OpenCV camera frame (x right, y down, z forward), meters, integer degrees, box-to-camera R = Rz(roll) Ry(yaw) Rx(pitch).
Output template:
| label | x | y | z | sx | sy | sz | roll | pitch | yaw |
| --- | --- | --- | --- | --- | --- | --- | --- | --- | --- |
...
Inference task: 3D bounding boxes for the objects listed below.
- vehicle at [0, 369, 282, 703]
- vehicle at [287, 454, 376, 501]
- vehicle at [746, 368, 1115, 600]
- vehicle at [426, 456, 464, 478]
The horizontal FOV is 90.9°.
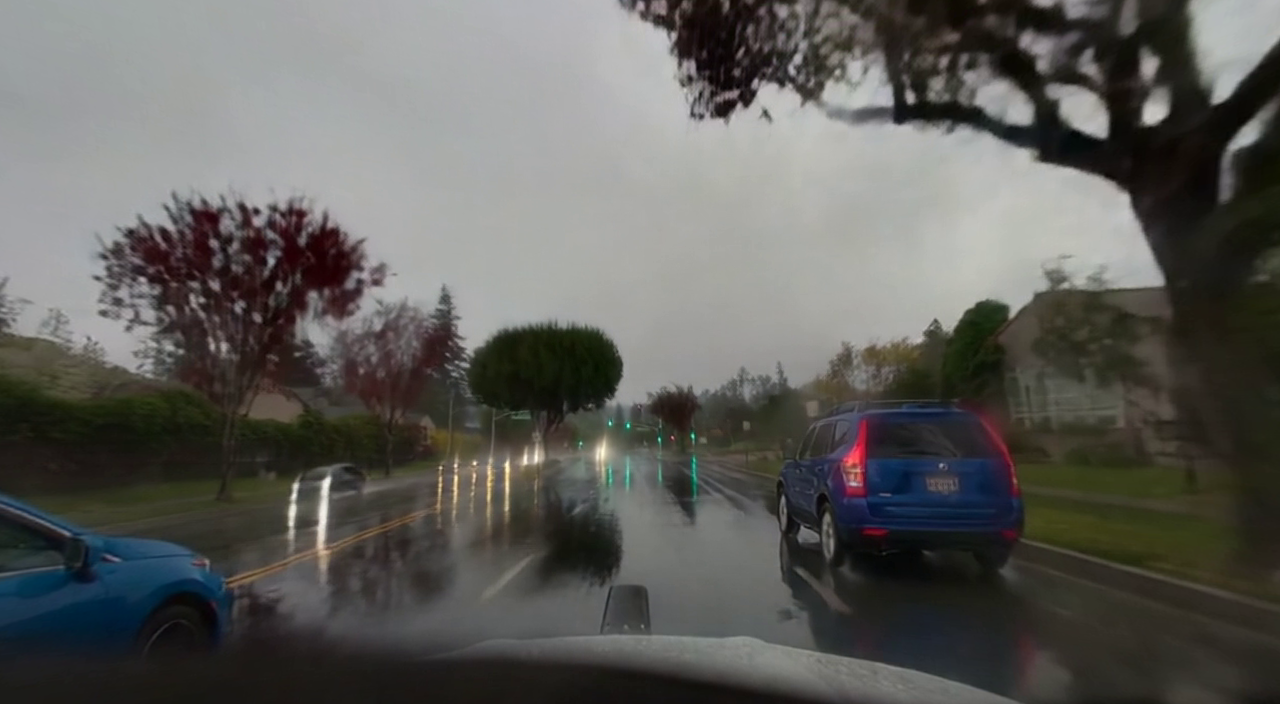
| label | x | y | z | sx | sy | sz | roll | pitch | yaw |
| --- | --- | --- | --- | --- | --- | --- | --- | --- | --- |
| vehicle | -3.378 | 0.831 | 1.778 | 2.058 | 1.659 | 4.514 | -1 | -9 | 0 |
| vehicle | -13.303 | 5.391 | 27.491 | 1.931 | 1.788 | 4.224 | 0 | -9 | -4 |
| vehicle | 3.072 | 1.594 | 8.523 | 2.338 | 2.063 | 5.592 | -1 | -9 | 1 |
| vehicle | -14.968 | 8.824 | 48.523 | 1.839 | 1.496 | 4.338 | 0 | -9 | -4 |
